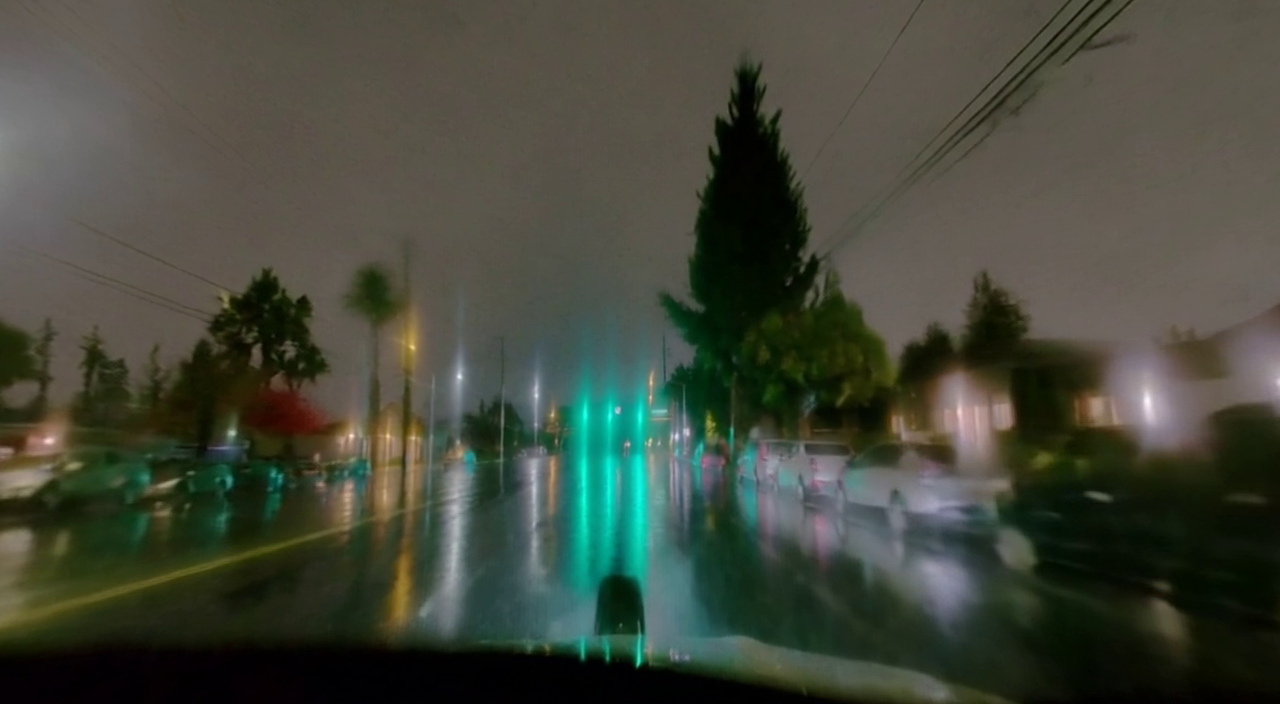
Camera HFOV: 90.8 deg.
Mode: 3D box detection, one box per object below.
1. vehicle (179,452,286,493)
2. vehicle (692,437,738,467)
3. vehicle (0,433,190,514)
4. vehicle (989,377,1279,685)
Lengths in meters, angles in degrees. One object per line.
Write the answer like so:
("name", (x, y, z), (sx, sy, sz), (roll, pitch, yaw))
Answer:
("vehicle", (-17.696, 5.210, 27.709), (1.871, 1.596, 4.114), (0, -8, 2))
("vehicle", (4.548, 6.168, 39.043), (2.154, 1.718, 4.980), (0, -8, -1))
("vehicle", (-17.750, 3.799, 20.410), (2.360, 2.225, 5.385), (0, -8, 0))
("vehicle", (4.506, 1.075, 4.043), (1.889, 1.697, 4.557), (0, -8, 0))
